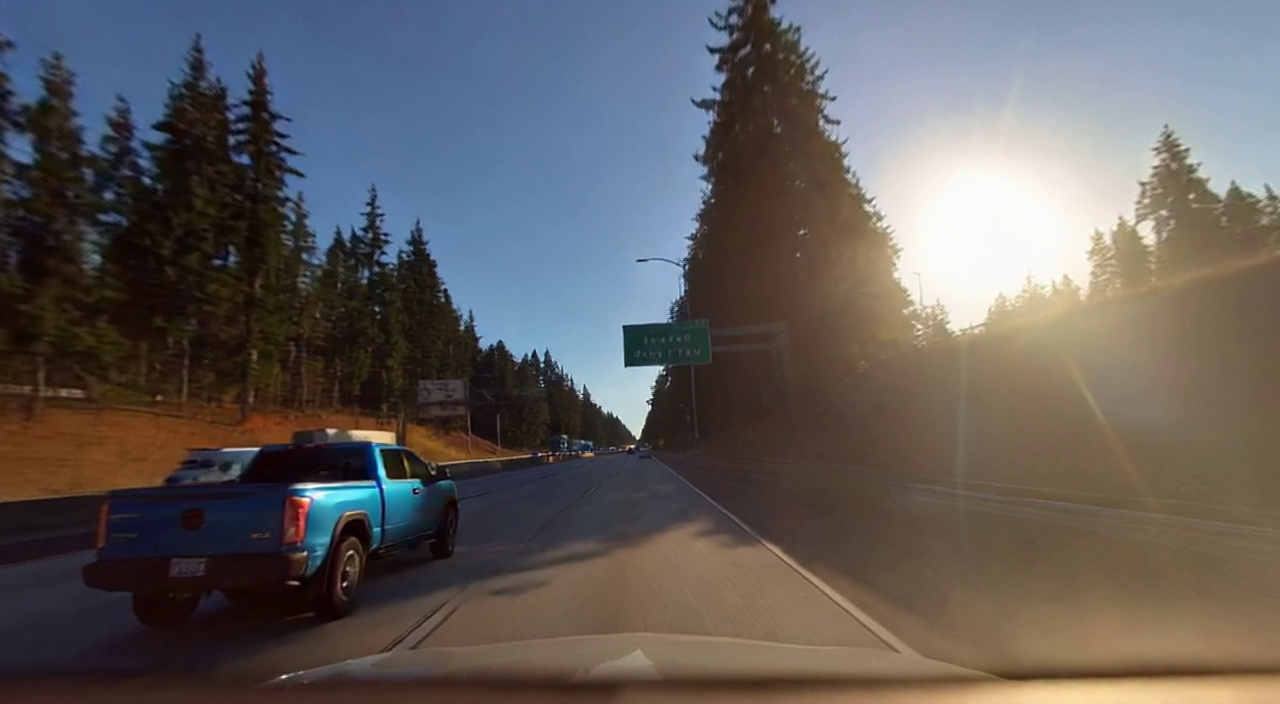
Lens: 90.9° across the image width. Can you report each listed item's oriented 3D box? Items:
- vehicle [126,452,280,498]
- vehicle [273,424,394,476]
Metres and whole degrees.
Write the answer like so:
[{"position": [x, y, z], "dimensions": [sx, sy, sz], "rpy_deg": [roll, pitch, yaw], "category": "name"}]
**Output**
[{"position": [-21.936, 6.173, 32.281], "dimensions": [2.698, 1.930, 7.081], "rpy_deg": [-1, -8, 2], "category": "vehicle"}, {"position": [-21.573, 6.985, 45.481], "dimensions": [3.101, 3.238, 10.911], "rpy_deg": [-1, -8, 1], "category": "vehicle"}]
